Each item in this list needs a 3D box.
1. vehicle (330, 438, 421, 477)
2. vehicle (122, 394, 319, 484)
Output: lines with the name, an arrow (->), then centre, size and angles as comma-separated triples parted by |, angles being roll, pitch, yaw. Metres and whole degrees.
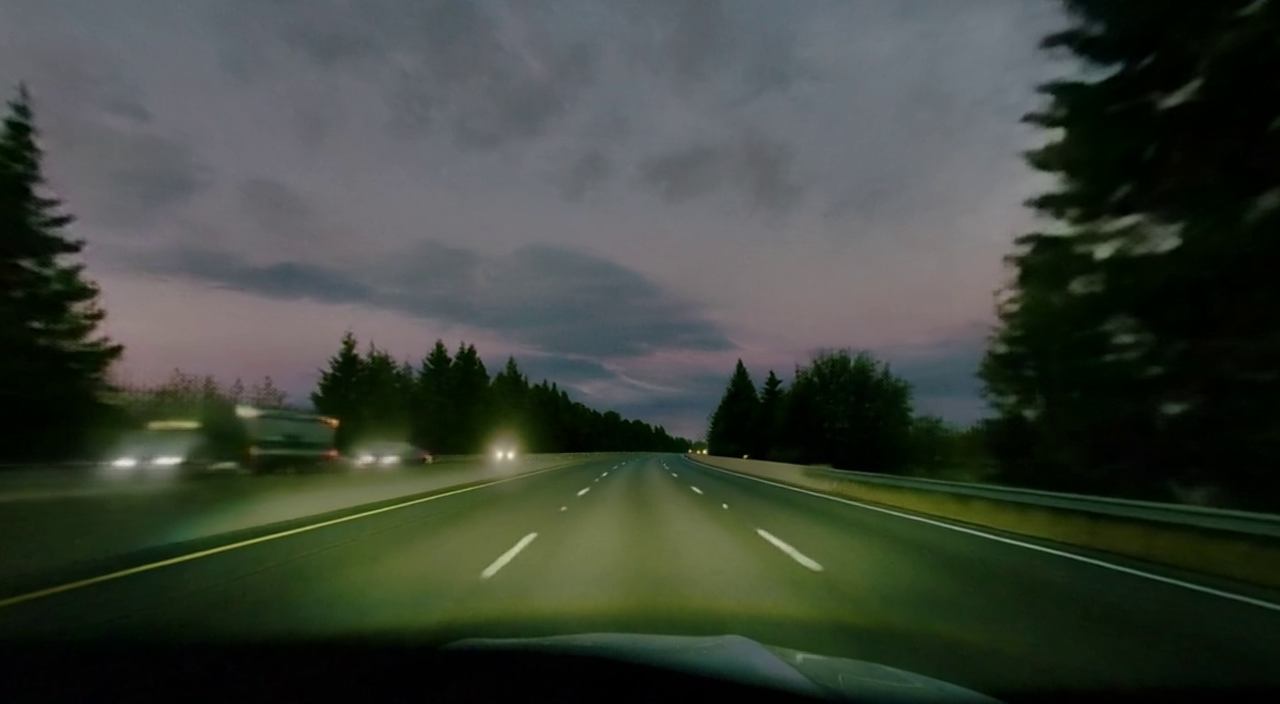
vehicle -> -12.260, 4.907, 29.555 | 2.189, 1.684, 4.523 | 0, -9, 1
vehicle -> -16.575, 3.611, 25.832 | 2.836, 3.157, 7.473 | 0, -9, 0
